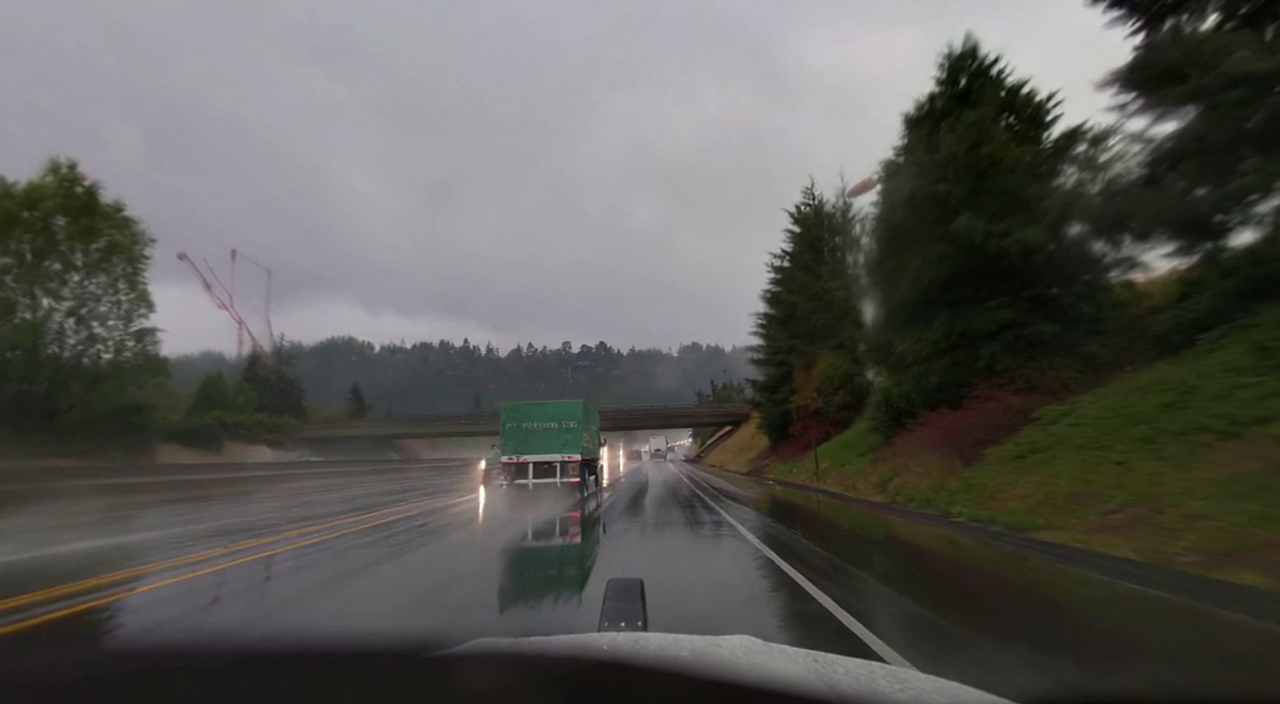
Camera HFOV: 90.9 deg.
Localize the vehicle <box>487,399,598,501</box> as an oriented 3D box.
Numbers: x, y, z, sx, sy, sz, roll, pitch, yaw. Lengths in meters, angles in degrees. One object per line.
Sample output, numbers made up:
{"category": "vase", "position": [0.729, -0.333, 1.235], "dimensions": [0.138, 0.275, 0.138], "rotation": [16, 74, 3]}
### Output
{"category": "vehicle", "position": [-2.885, 3.213, 20.663], "dimensions": [2.565, 2.771, 6.641], "rotation": [0, -9, 0]}
